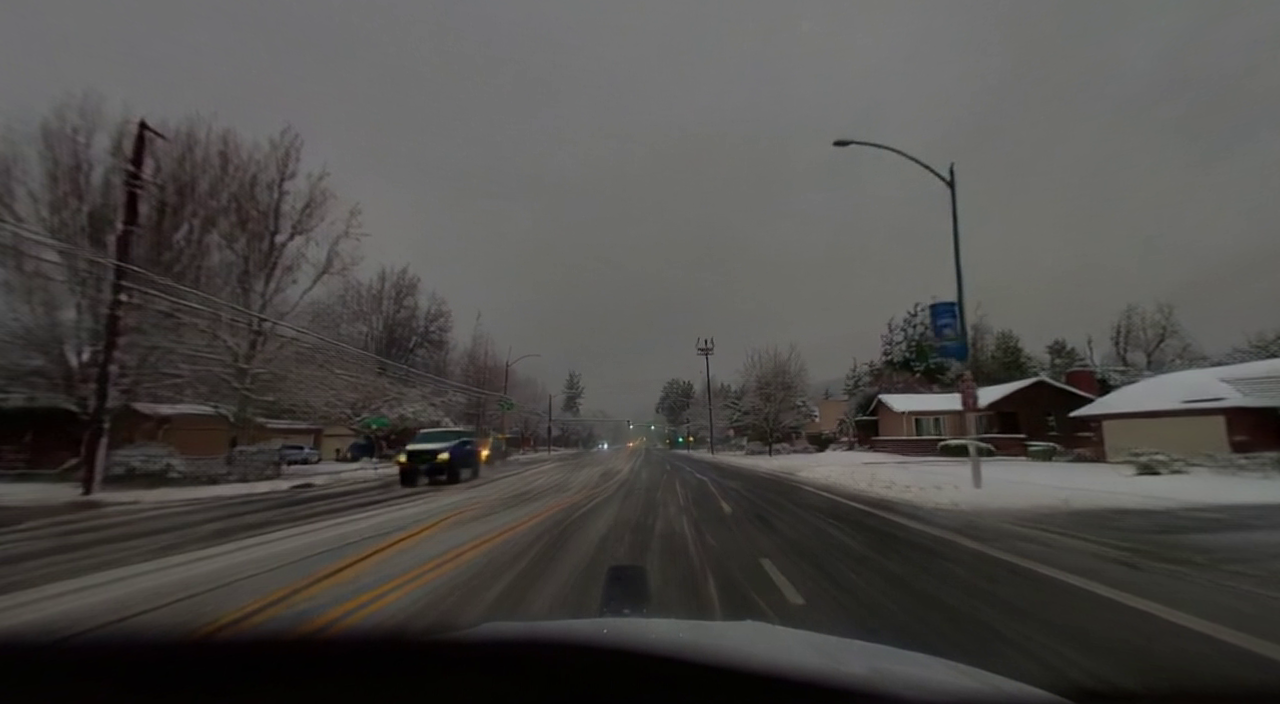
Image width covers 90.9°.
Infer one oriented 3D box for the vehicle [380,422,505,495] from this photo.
[{"bbox_3d":[-5.284,2.934,17.632,2.128,1.753,4.516,0,-8,-2],"label":"vehicle"}]
